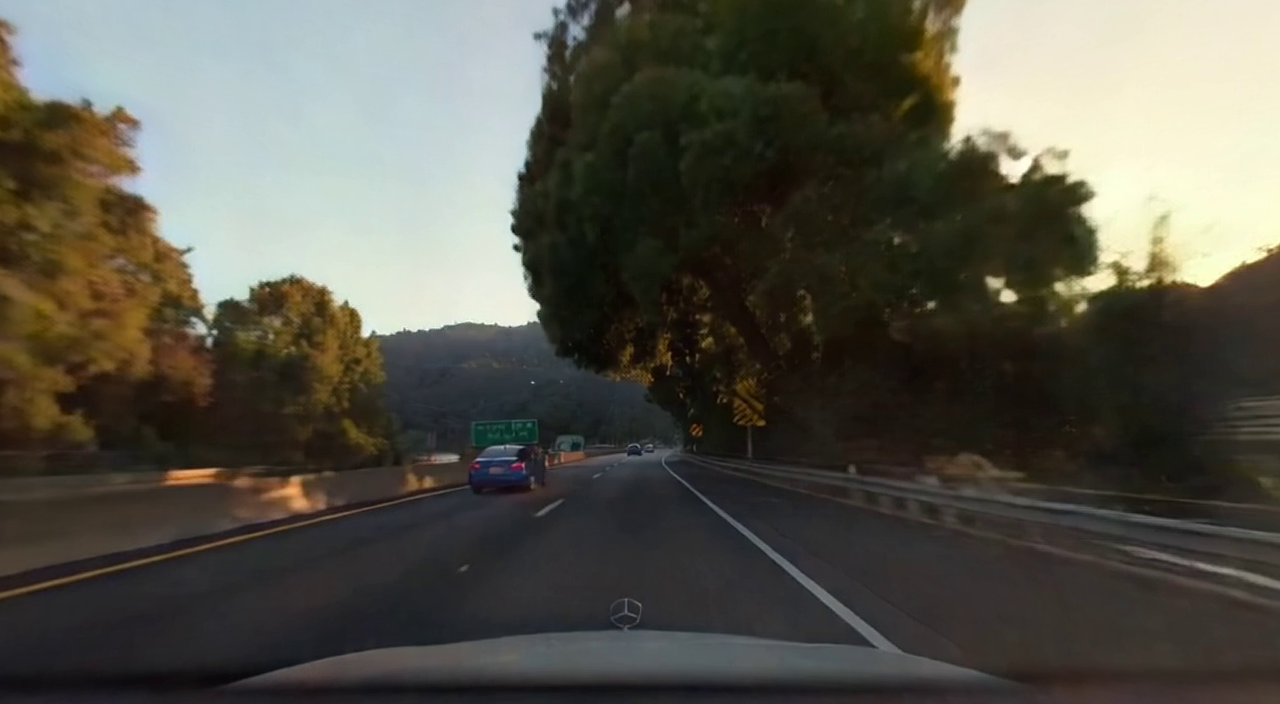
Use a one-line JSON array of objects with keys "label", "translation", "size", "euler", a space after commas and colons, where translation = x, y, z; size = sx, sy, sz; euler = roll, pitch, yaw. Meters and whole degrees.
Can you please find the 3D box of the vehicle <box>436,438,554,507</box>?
[{"label": "vehicle", "translation": [-3.615, 3.083, 16.600], "size": [2.088, 1.586, 4.000], "euler": [0, -9, 1]}]
